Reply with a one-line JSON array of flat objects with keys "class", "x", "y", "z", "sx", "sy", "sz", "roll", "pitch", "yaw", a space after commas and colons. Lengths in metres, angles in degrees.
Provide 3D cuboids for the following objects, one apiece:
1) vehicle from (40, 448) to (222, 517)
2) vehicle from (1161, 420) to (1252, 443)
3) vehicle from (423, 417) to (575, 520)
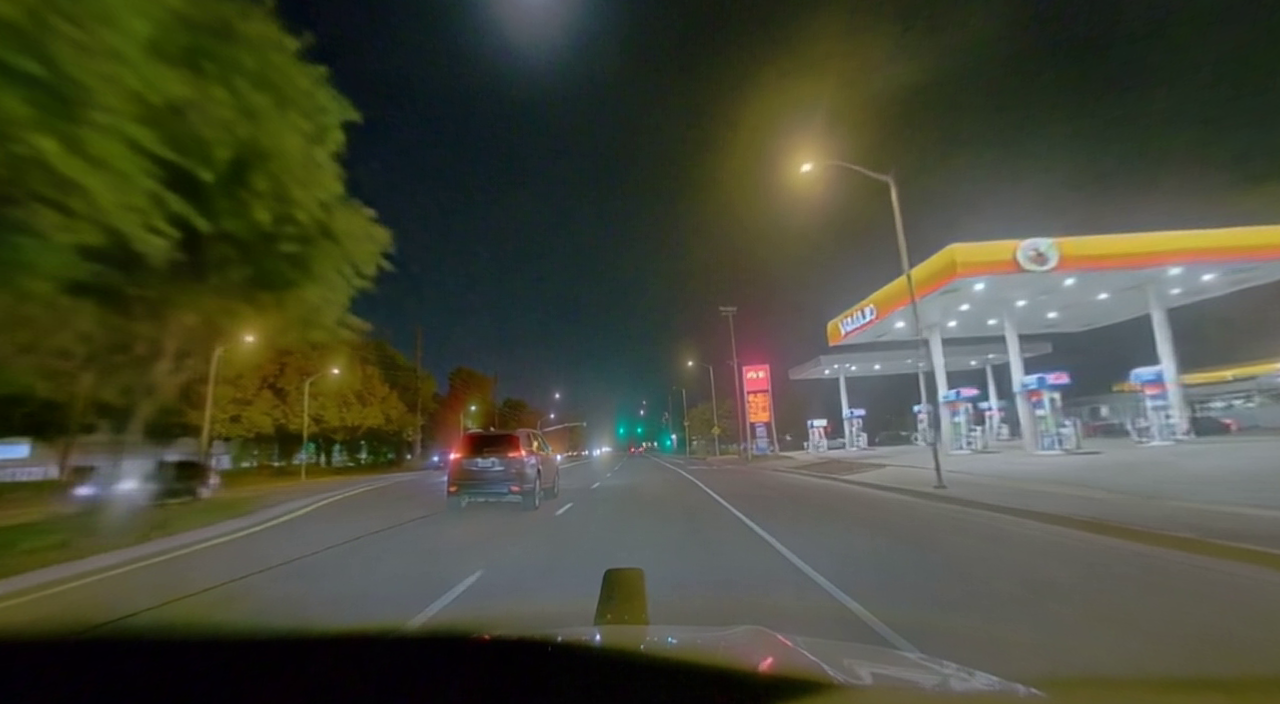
[{"class": "vehicle", "x": -16.795, "y": 4.258, "z": 21.239, "sx": 2.116, "sy": 1.846, "sz": 4.952, "roll": -3, "pitch": -8, "yaw": -1}, {"class": "vehicle", "x": 38.843, "y": 5.544, "z": 43.364, "sx": 1.888, "sy": 1.457, "sz": 4.813, "roll": -1, "pitch": -8, "yaw": 2}, {"class": "vehicle", "x": -2.800, "y": 2.452, "z": 13.862, "sx": 2.190, "sy": 1.844, "sz": 4.751, "roll": 0, "pitch": -8, "yaw": 1}]
